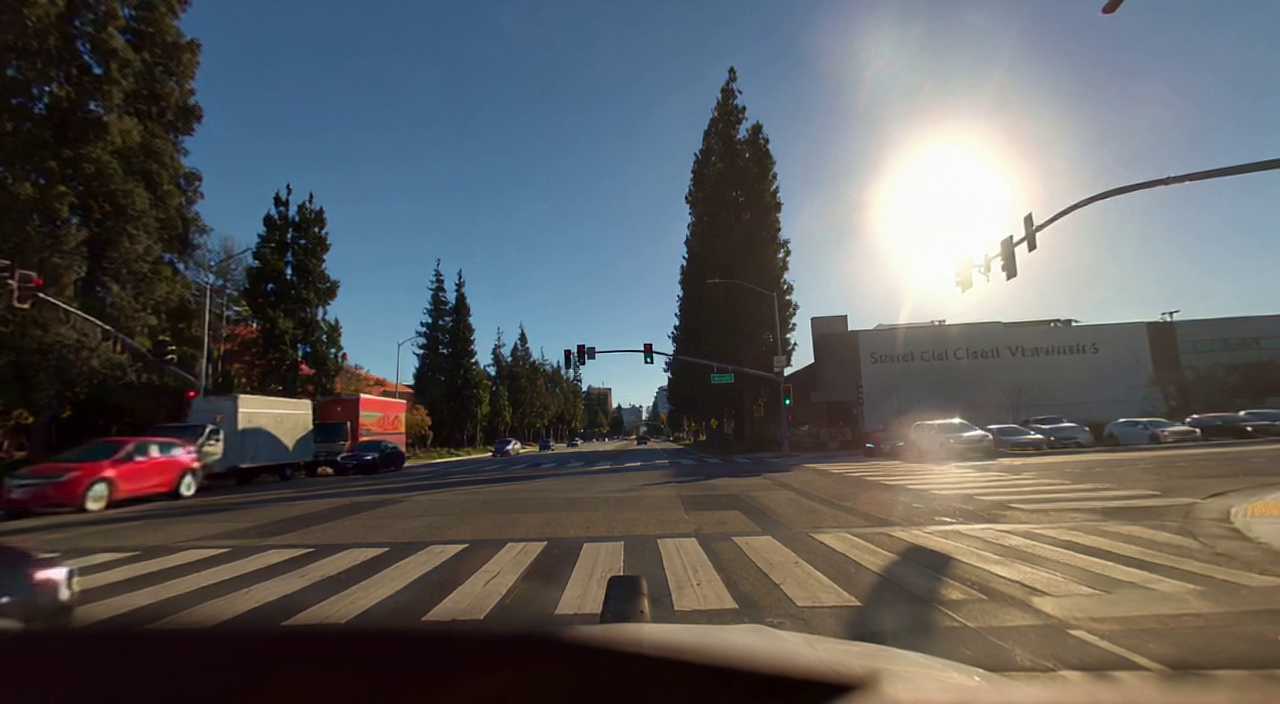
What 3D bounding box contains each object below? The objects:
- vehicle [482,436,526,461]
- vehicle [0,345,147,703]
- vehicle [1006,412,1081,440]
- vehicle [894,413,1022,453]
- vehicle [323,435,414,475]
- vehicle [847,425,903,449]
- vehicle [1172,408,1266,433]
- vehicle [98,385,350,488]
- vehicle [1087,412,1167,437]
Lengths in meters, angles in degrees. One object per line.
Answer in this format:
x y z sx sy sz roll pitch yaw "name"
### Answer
-9.251 6.603 43.327 2.026 1.616 4.199 0 -8 1 "vehicle"
-3.360 0.566 0.693 1.934 1.649 4.490 0 -8 1 "vehicle"
26.316 4.879 41.263 2.011 1.656 4.163 0 -8 -3 "vehicle"
14.005 3.594 27.933 4.566 1.670 2.000 0 -8 -2 "vehicle"
-12.231 4.666 28.799 2.181 1.653 4.468 0 -8 0 "vehicle"
17.201 6.286 46.296 3.329 1.415 1.821 -6 -9 2 "vehicle"
38.439 4.602 42.017 1.715 1.480 4.701 0 -8 -1 "vehicle"
-16.554 3.638 26.793 3.161 3.455 11.058 0 -8 0 "vehicle"
31.380 4.731 40.772 1.823 1.480 4.003 0 -8 -4 "vehicle"
